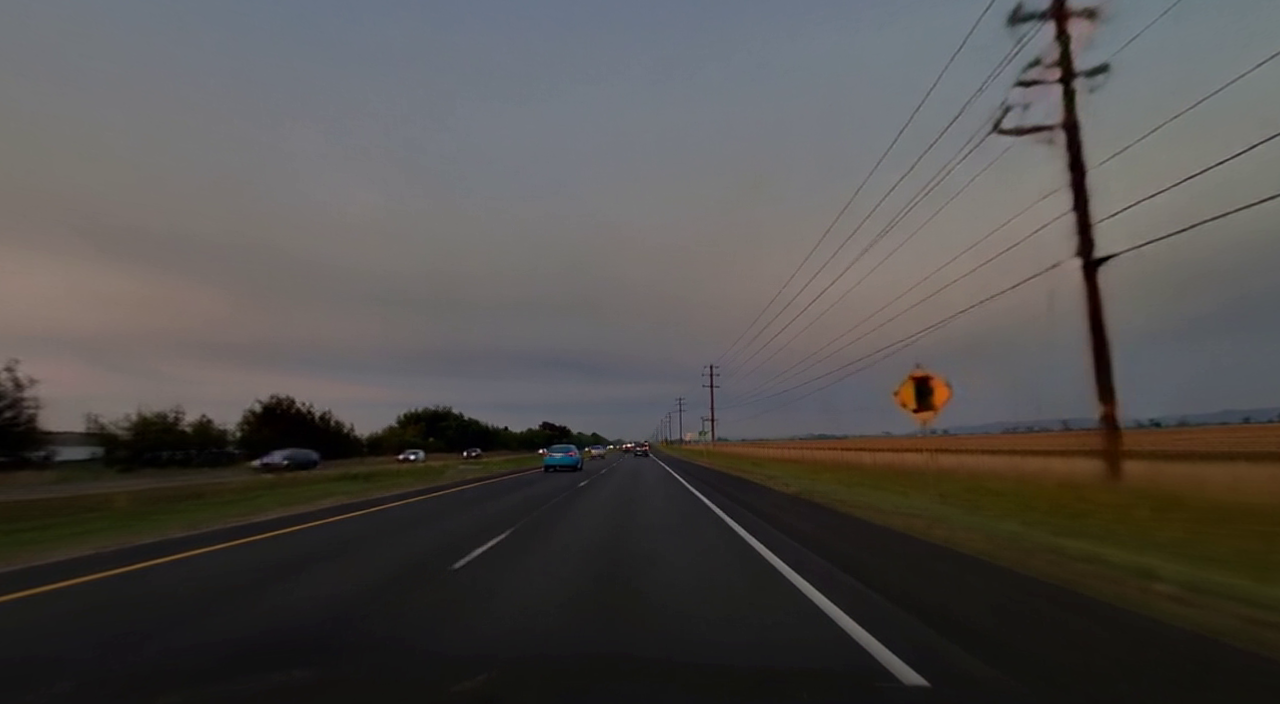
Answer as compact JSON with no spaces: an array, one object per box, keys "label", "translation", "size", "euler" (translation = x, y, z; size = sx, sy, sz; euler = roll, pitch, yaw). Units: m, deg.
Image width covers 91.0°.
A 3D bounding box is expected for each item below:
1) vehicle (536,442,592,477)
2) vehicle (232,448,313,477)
[{"label":"vehicle","translation":[-3.656,5.283,31.180],"size":[2.120,1.597,4.810],"euler":[0,-9,1]},{"label":"vehicle","translation":[-21.129,6.352,36.481],"size":[1.890,1.556,4.589],"euler":[0,-9,0]}]
